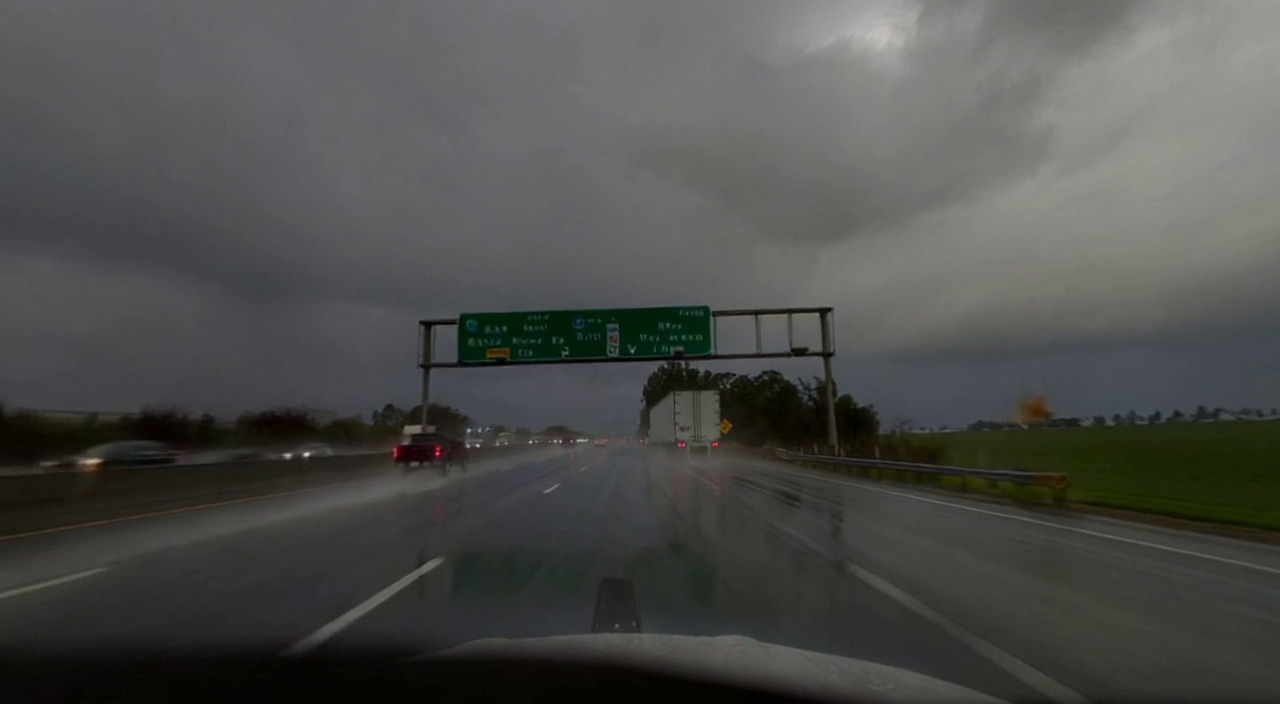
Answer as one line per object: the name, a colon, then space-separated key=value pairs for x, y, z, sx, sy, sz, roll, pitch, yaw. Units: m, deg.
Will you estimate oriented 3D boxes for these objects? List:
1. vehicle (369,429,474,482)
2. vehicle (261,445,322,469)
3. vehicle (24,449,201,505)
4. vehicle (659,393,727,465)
vehicle: x=-7.472 y=3.569 z=22.147 sx=2.076 sy=1.636 sz=4.597 roll=0 pitch=-8 yaw=-1
vehicle: x=-24.155 y=7.279 z=43.868 sx=1.784 sy=1.476 sz=4.401 roll=0 pitch=-8 yaw=-1
vehicle: x=-15.236 y=3.596 z=18.529 sx=1.883 sy=1.356 sz=3.865 roll=0 pitch=-8 yaw=0
vehicle: x=2.939 y=4.783 z=38.941 sx=2.760 sy=3.710 sz=12.230 roll=0 pitch=-7 yaw=-2
